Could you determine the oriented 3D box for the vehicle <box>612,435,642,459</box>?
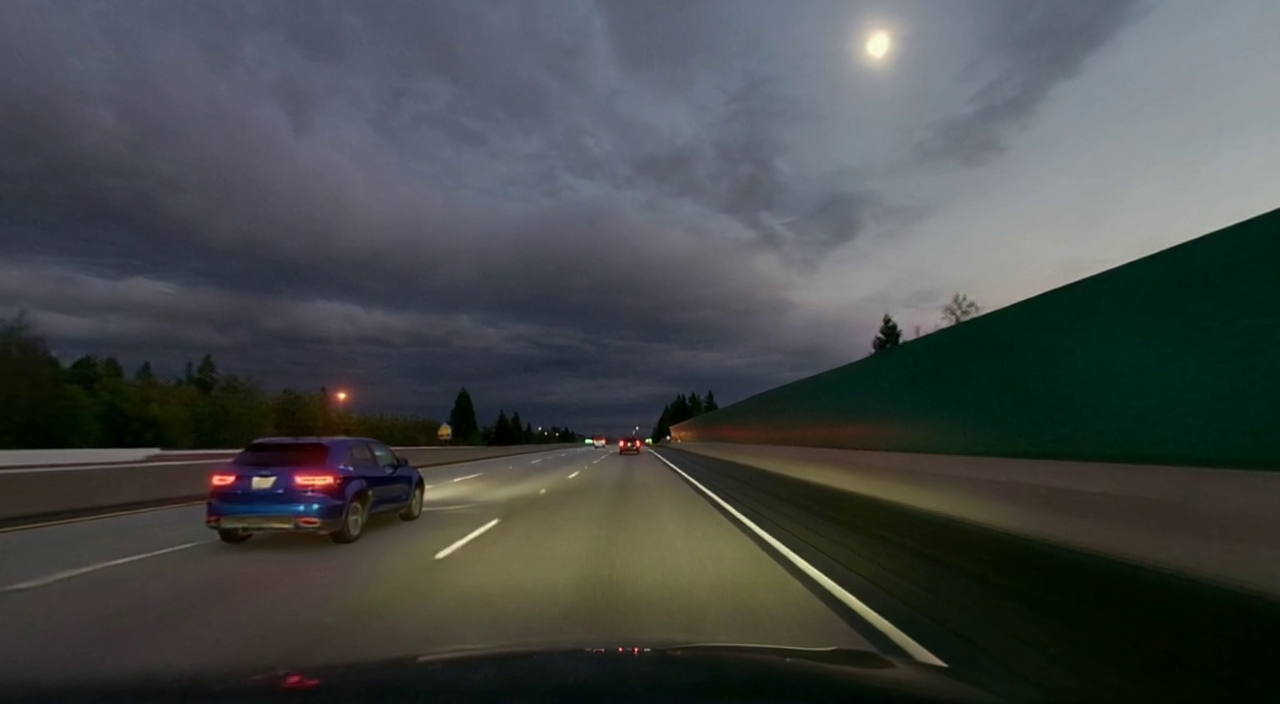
[{"bbox_3d":[-0.851,6.101,40.648,1.836,1.450,3.519,0,-8,-1],"label":"vehicle"}]

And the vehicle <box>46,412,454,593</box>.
[{"bbox_3d":[-4.077,1.618,7.883,2.072,1.545,4.767,0,-8,0],"label":"vehicle"}]
